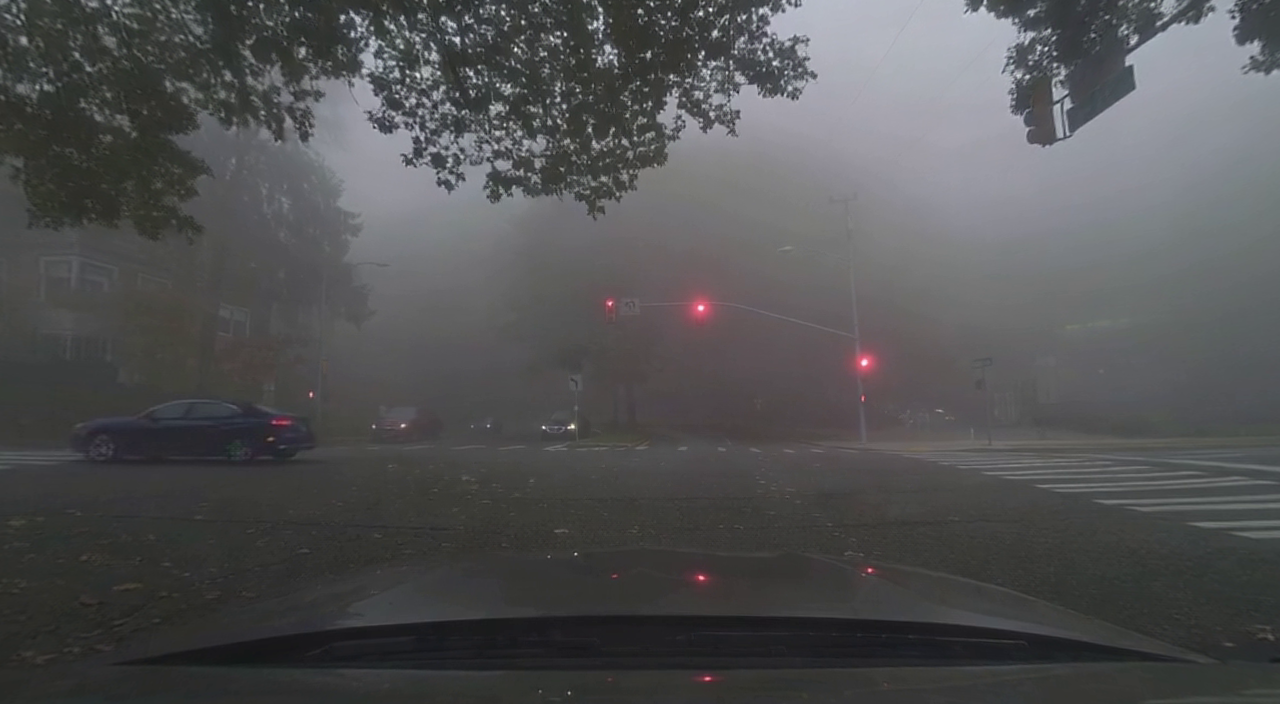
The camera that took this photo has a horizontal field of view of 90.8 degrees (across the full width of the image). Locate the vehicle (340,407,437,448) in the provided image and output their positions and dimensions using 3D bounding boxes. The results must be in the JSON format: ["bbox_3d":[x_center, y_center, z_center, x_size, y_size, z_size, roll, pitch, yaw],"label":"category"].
[{"bbox_3d":[-12.617,3.923,32.177,2.340,1.902,4.920,-2,-9,9],"label":"vehicle"}]

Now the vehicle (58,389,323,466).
[{"bbox_3d":[-11.713,2.028,16.767,5.383,1.870,2.203,-1,-9,3],"label":"vehicle"}]

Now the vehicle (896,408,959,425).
[{"bbox_3d":[22.010,4.965,48.459,3.933,1.219,1.700,-1,-9,3],"label":"vehicle"}]

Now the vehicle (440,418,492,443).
[{"bbox_3d":[-11.248,5.141,41.159,1.899,1.510,4.294,-1,-9,3],"label":"vehicle"}]

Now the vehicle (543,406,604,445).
[{"bbox_3d":[-3.448,4.043,33.895,2.306,1.907,5.382,-1,-9,4],"label":"vehicle"}]
